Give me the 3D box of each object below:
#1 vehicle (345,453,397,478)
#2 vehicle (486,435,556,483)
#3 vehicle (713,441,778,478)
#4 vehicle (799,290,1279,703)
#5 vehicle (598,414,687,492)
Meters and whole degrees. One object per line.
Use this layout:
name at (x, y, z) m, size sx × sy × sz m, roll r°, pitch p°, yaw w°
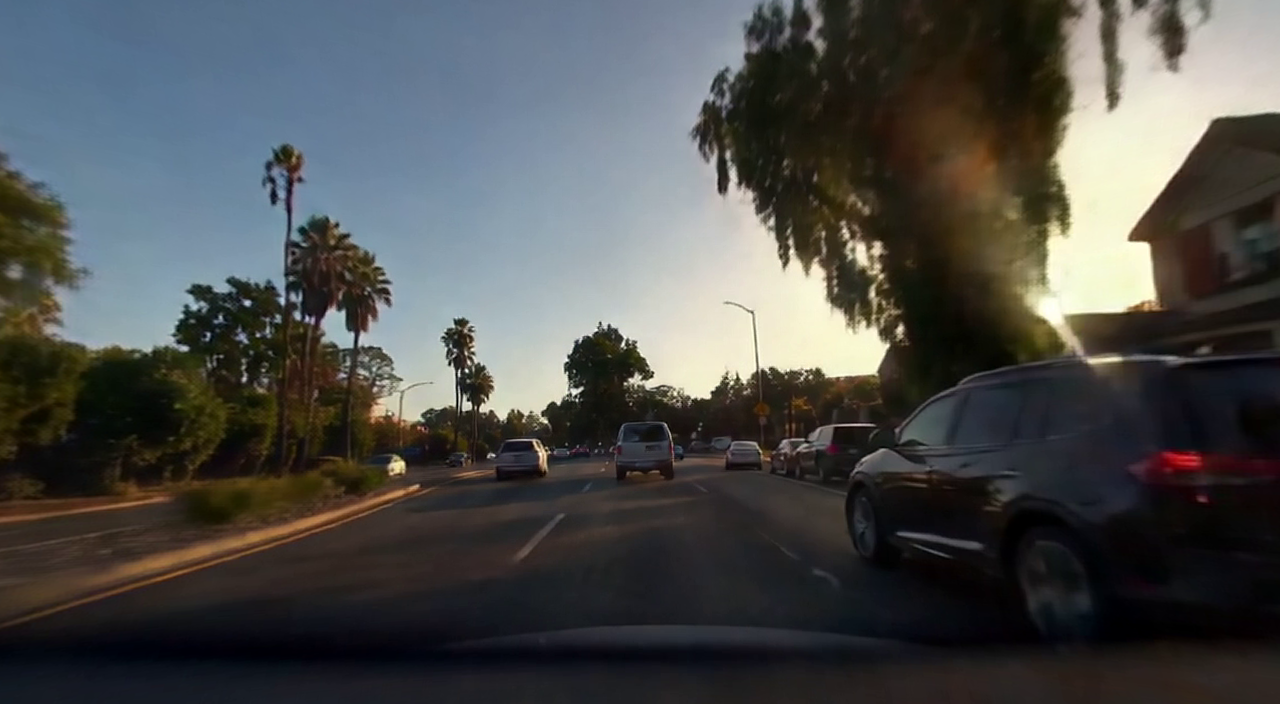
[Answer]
vehicle at (-19.467, 8.183, 45.630) m, size 2.048 × 1.679 × 4.356 m, roll 0°, pitch -9°, yaw -3°
vehicle at (-4.543, 4.151, 24.621) m, size 2.235 × 1.682 × 4.662 m, roll 1°, pitch -9°, yaw -5°
vehicle at (4.299, 4.469, 26.409) m, size 2.178 × 1.411 × 4.732 m, roll 0°, pitch -9°, yaw 3°
vehicle at (3.410, 1.138, 4.990) m, size 2.576 × 1.815 × 6.267 m, roll 0°, pitch -9°, yaw -1°
vehicle at (-0.095, 3.277, 20.688) m, size 2.507 × 2.161 × 6.049 m, roll 1°, pitch -9°, yaw -3°
